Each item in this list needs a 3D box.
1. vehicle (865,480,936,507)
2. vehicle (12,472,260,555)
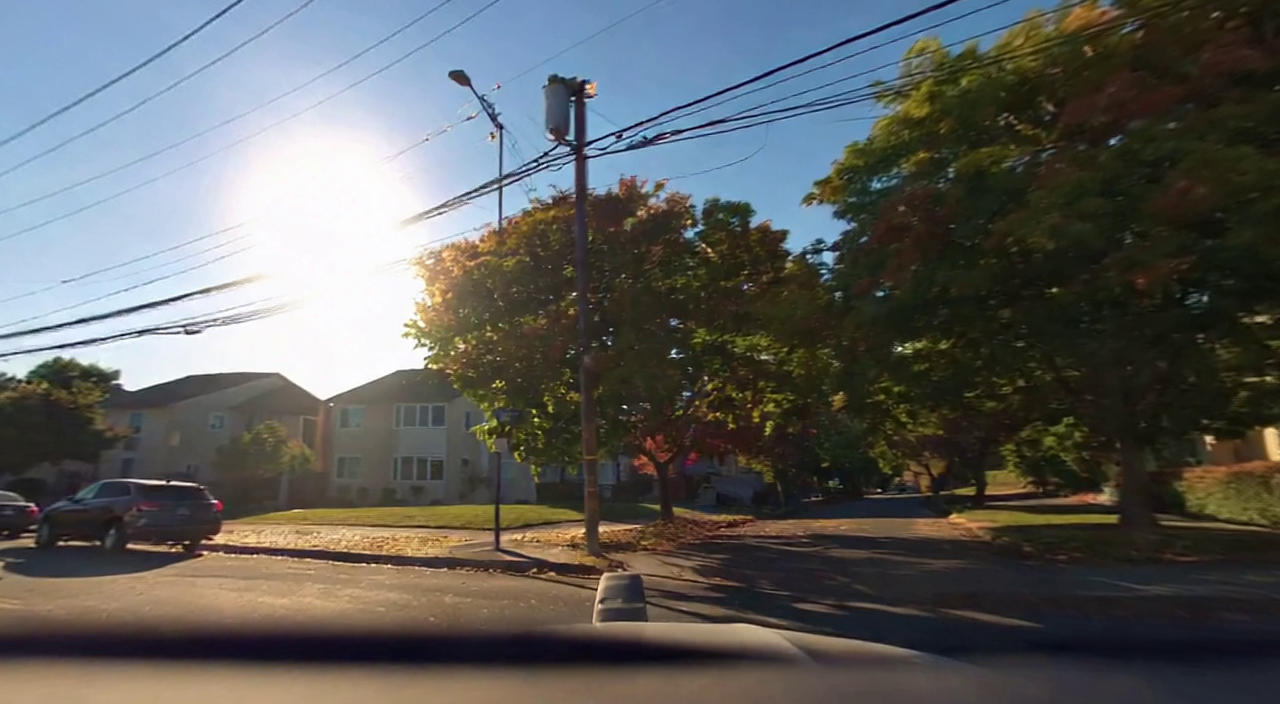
[{"bbox_3d":[19.231,10.436,46.427,4.700,1.677,1.927,-4,-10,24],"label":"vehicle"},{"bbox_3d":[-11.781,3.737,14.695,5.170,1.626,2.272,-7,-13,24],"label":"vehicle"}]
